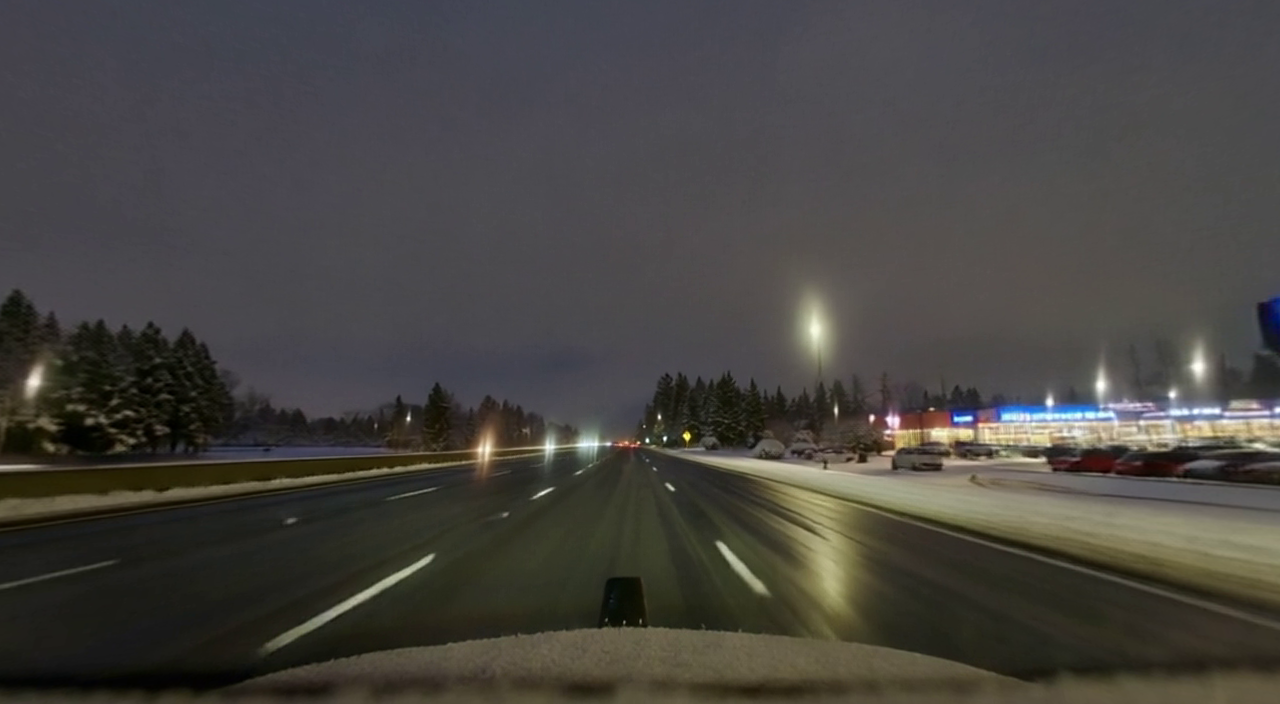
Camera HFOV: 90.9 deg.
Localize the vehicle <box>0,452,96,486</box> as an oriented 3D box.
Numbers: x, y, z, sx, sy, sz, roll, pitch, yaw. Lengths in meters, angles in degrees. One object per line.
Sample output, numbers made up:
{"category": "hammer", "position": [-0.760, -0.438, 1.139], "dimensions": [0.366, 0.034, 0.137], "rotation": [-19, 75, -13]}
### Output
{"category": "vehicle", "position": [-29.519, 5.675, 30.920], "dimensions": [1.932, 1.454, 4.229], "rotation": [0, -8, -1]}
